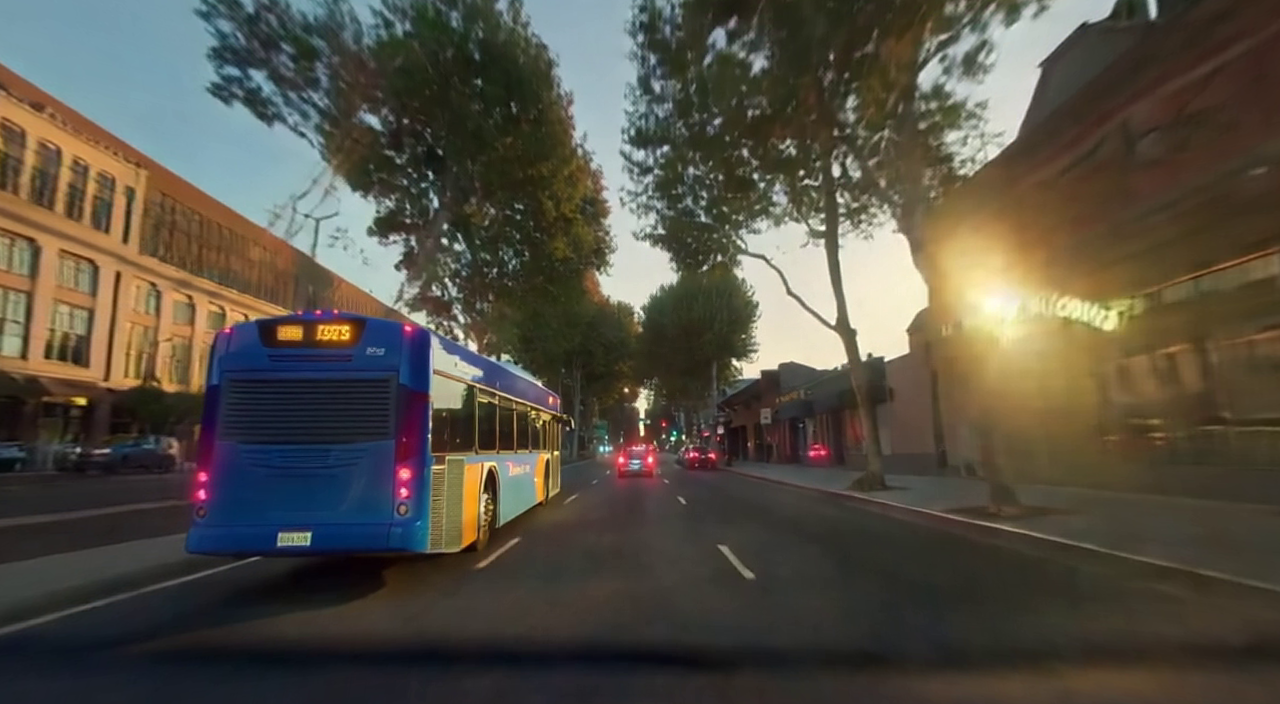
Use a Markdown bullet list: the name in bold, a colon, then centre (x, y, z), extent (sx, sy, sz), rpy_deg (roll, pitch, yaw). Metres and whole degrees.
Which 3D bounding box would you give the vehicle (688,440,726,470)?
- **vehicle**: centre (4.327, 6.716, 41.351), extent (2.138, 1.787, 4.522), rpy_deg (-1, -8, 2)

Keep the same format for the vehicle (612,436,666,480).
- **vehicle**: centre (-0.025, 4.468, 26.833), extent (2.120, 1.727, 3.917), rpy_deg (-1, -8, 1)

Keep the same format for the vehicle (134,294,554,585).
- **vehicle**: centre (-3.508, 1.282, 10.604), extent (2.920, 2.884, 8.588), rpy_deg (0, -6, 0)
